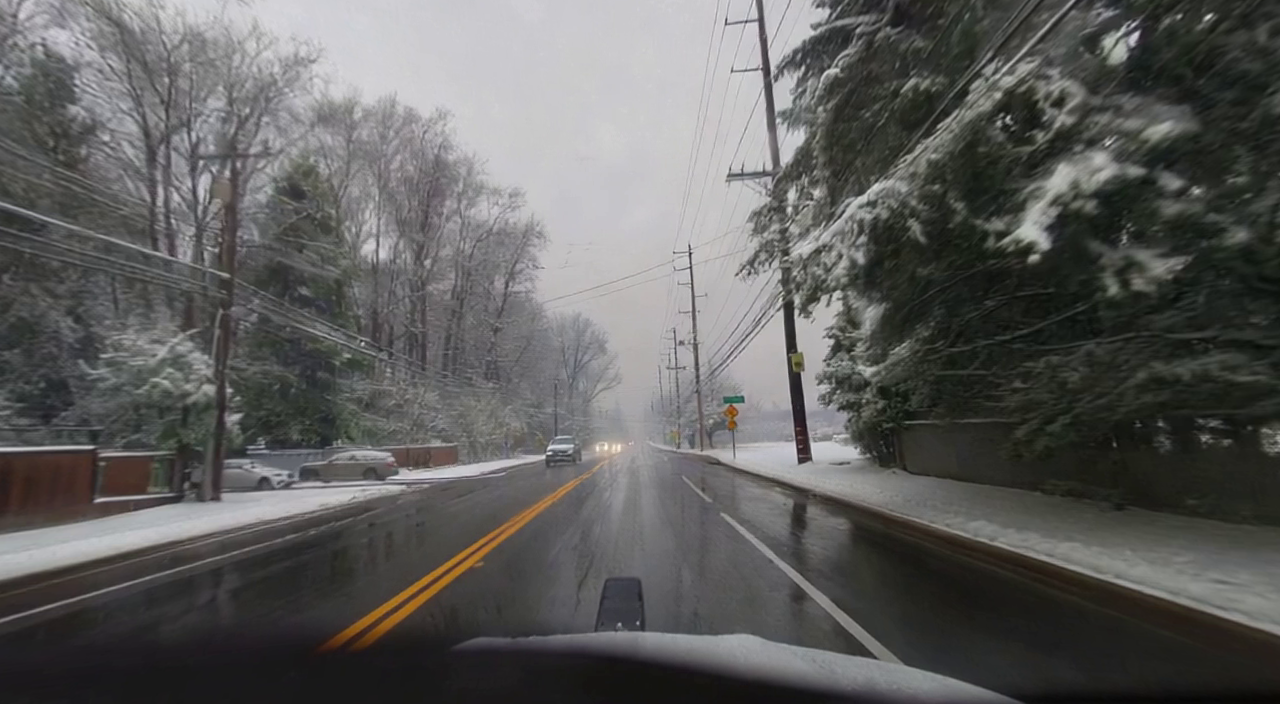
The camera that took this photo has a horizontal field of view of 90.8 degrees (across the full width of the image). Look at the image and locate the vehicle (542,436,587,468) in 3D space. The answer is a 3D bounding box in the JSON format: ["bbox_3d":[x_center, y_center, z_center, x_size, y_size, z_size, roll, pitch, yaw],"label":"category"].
[{"bbox_3d":[-4.296,5.760,36.565,2.008,1.730,4.243,-1,-8,1],"label":"vehicle"}]

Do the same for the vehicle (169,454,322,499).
[{"bbox_3d":[-15.547,4.918,25.135,4.641,1.636,1.983,0,-9,-5],"label":"vehicle"}]

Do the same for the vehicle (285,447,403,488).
[{"bbox_3d":[-14.111,5.533,30.325,4.653,1.842,1.992,-1,-9,4],"label":"vehicle"}]
